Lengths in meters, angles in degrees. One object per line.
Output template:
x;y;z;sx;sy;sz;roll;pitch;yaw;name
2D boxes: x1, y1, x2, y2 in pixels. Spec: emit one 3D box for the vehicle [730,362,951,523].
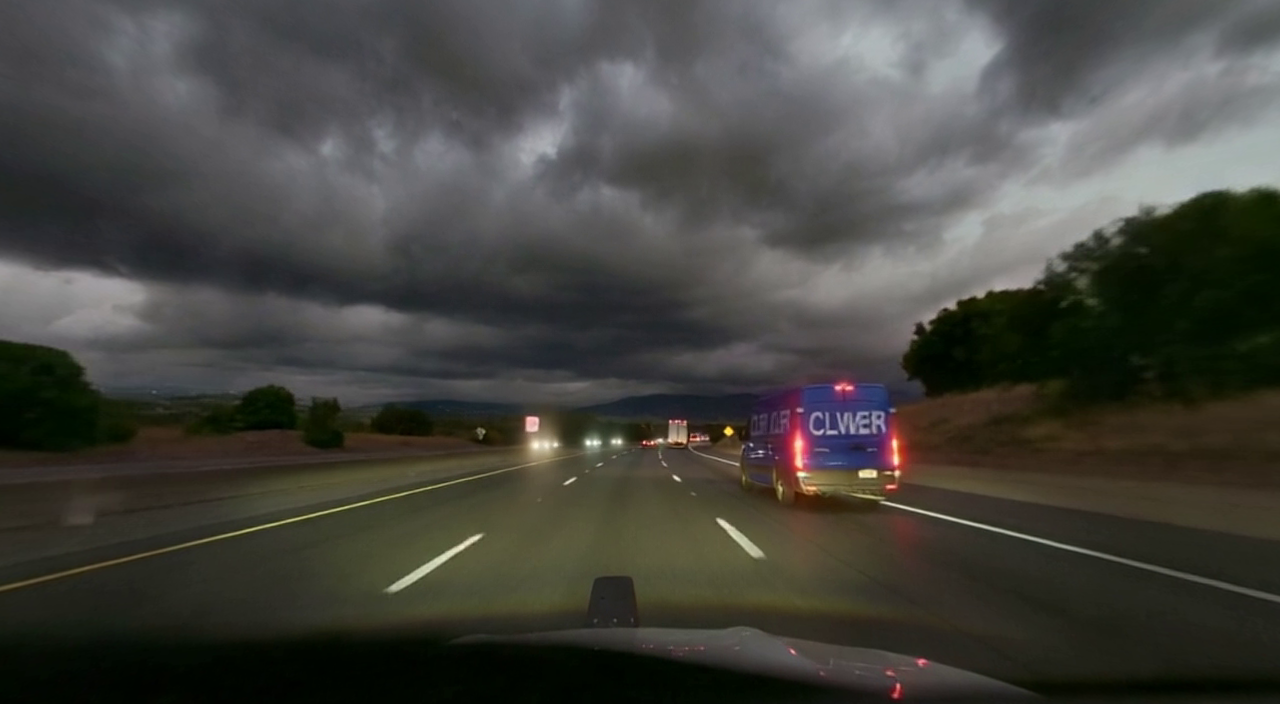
3.599;1.828;12.872;2.485;2.562;5.535;0;-8;-2;vehicle
